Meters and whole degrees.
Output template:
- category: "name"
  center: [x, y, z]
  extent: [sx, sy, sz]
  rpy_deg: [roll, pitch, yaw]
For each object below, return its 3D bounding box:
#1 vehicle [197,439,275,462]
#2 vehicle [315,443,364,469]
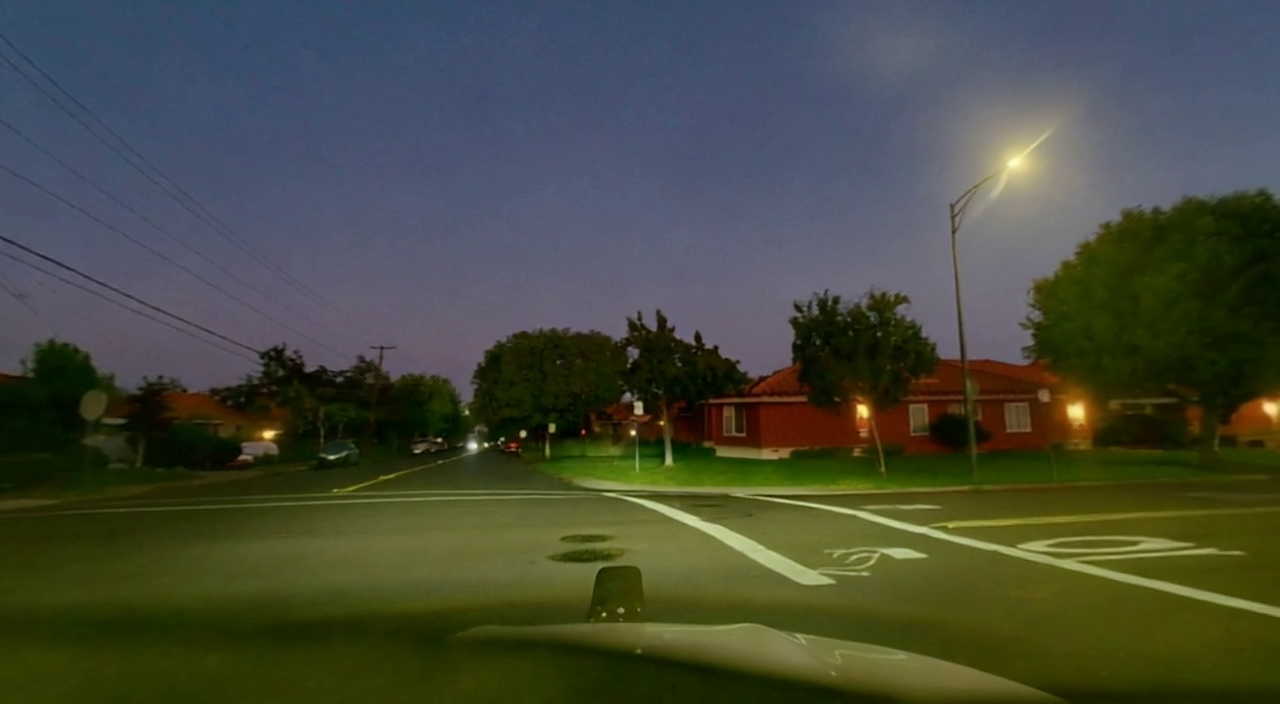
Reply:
- category: "vehicle"
  center: [-29.361, 7.161, 46.045]
  extent: [4.288, 1.656, 1.791]
  rpy_deg: [2, -9, -12]
- category: "vehicle"
  center: [-19.491, 6.727, 41.174]
  extent: [2.036, 1.546, 4.705]
  rpy_deg: [2, -9, -16]
